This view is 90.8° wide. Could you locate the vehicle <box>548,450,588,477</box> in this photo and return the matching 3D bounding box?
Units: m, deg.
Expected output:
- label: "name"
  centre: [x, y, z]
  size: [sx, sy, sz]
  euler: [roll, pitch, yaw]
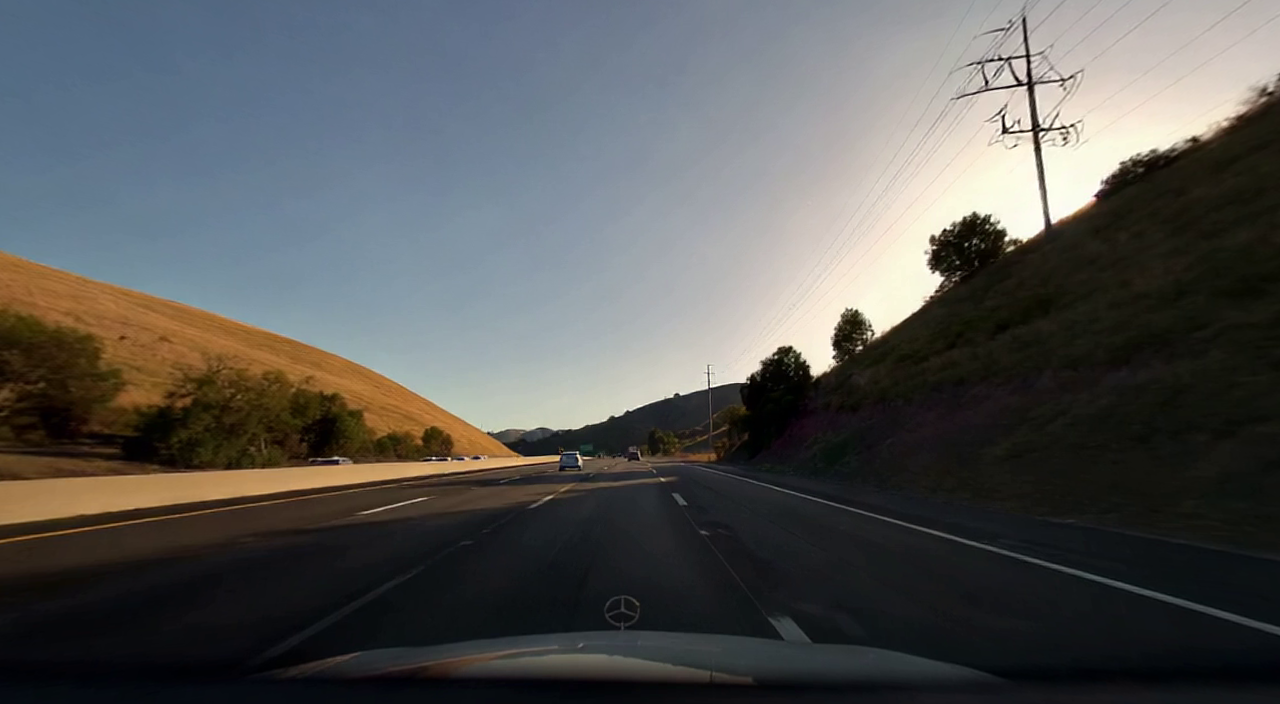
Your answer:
- label: "vehicle"
  centre: [-4.294, 6.679, 38.122]
  size: [1.924, 1.511, 4.079]
  euler: [0, -9, 0]
